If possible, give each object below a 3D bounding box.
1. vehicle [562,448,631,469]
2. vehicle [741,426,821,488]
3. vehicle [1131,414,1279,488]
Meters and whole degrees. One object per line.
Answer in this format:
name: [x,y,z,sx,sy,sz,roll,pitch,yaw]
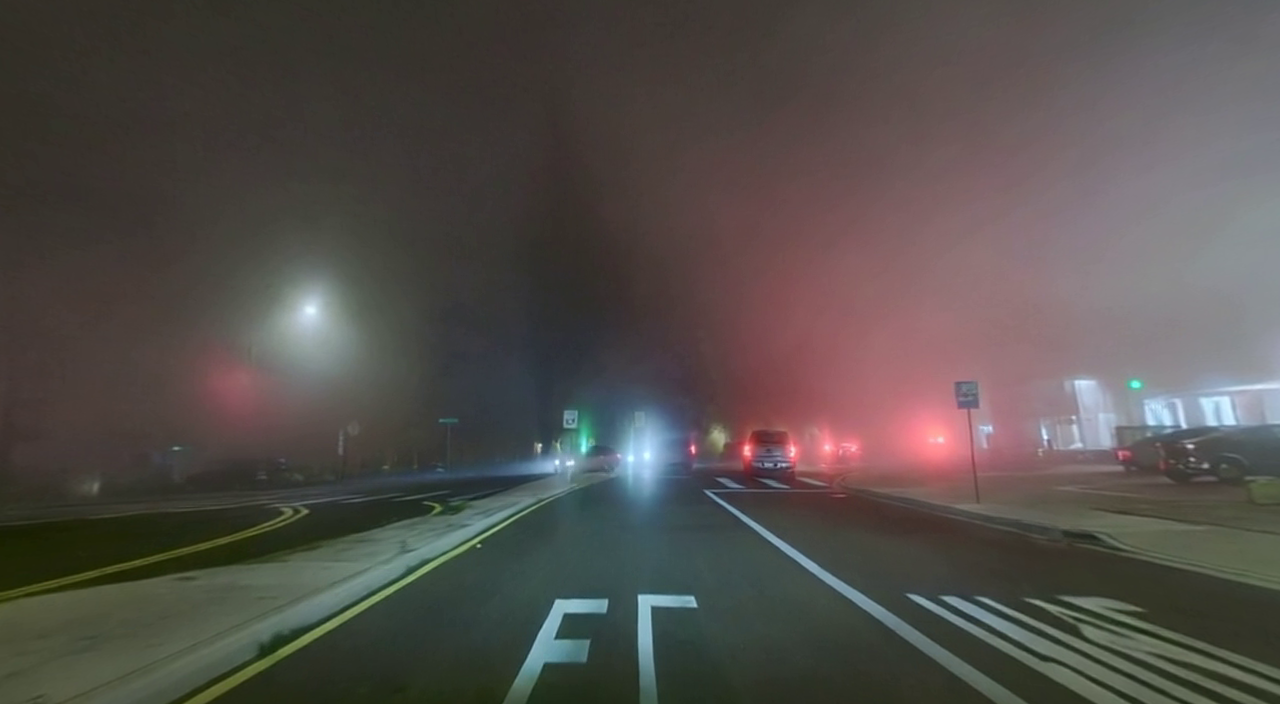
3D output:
vehicle: [-3.136,7.689,45.844,4.633,1.467,1.842,-2,-9,12]
vehicle: [4.933,3.715,22.733,2.402,1.922,5.677,-1,-9,10]
vehicle: [17.720,2.815,18.417,4.765,1.678,2.228,-5,-4,7]
